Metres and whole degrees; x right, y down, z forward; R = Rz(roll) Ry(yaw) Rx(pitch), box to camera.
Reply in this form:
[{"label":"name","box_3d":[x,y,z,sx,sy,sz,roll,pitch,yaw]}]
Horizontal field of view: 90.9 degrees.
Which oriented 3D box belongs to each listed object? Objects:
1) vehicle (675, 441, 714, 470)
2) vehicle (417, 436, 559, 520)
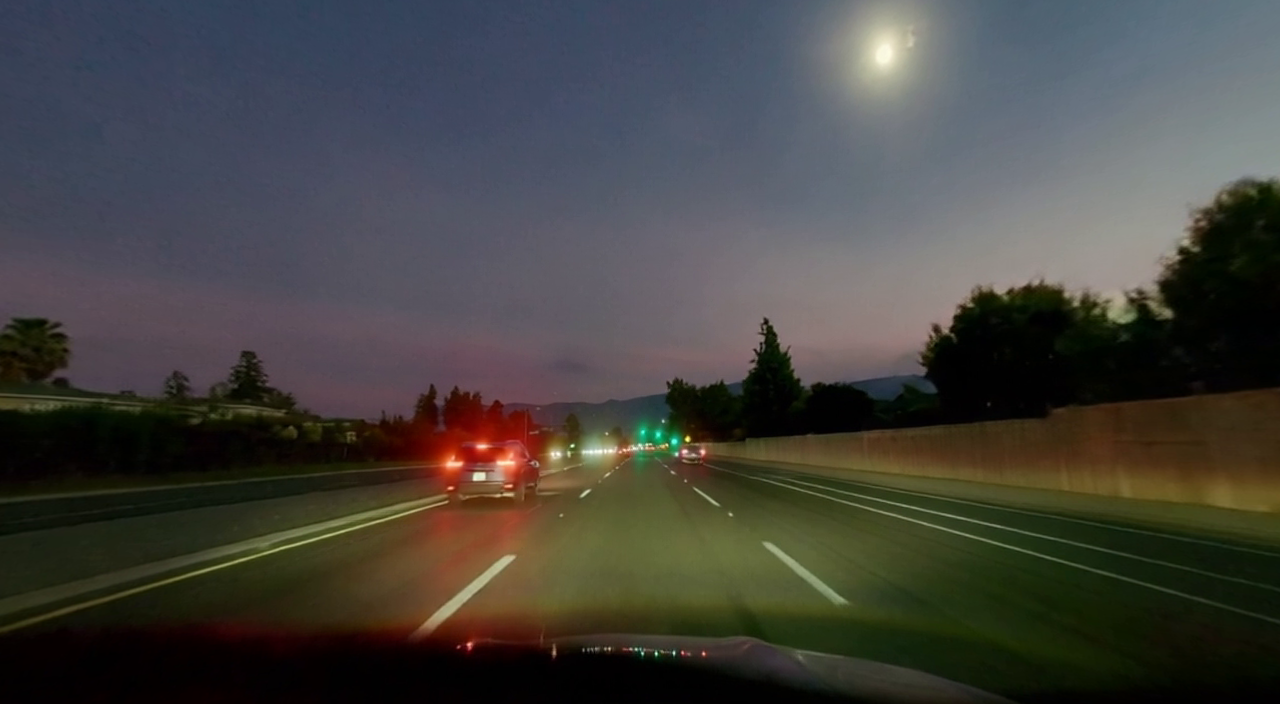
[{"label":"vehicle","box_3d":[3.574,6.874,41.877,2.114,1.780,4.445,0,-9,-1]},{"label":"vehicle","box_3d":[-3.078,2.653,13.795,1.966,1.524,4.410,0,-9,0]}]
